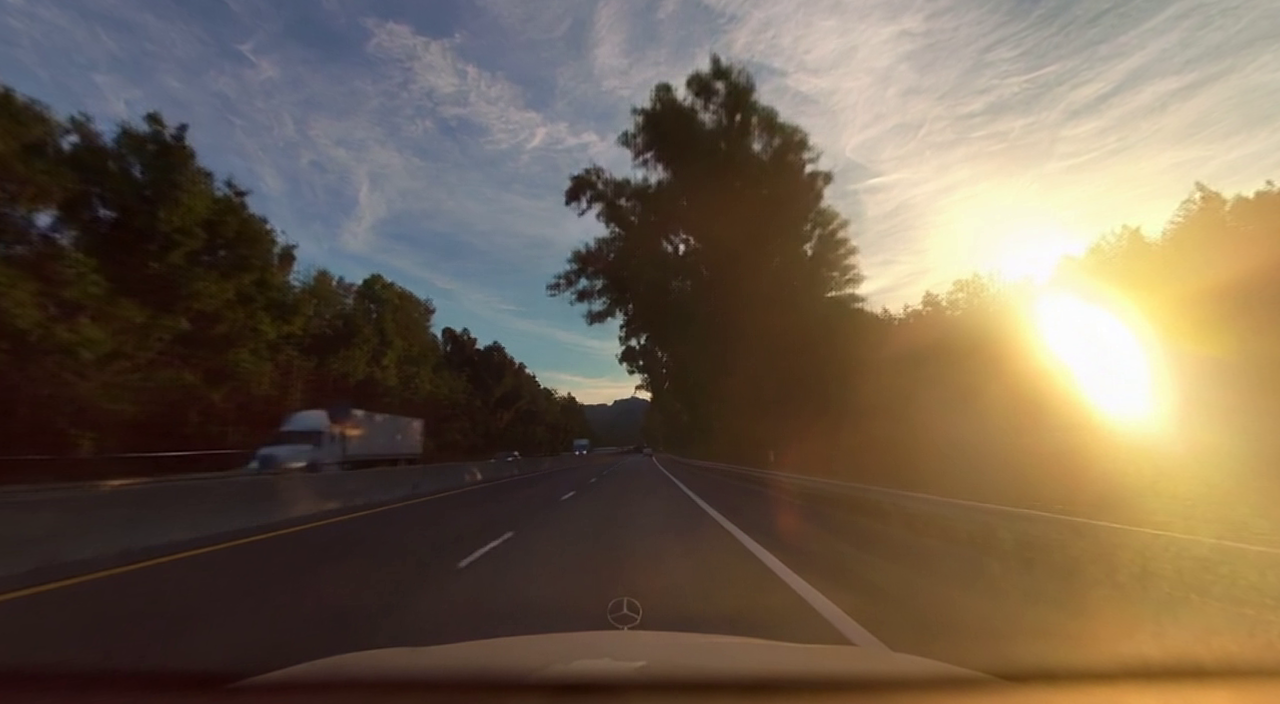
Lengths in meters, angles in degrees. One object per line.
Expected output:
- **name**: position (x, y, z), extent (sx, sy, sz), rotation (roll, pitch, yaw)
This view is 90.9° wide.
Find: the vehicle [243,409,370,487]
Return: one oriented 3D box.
- **vehicle**: position (-17.742, 5.220, 34.202), extent (3.015, 3.770, 6.831), rotation (0, -9, 0)
